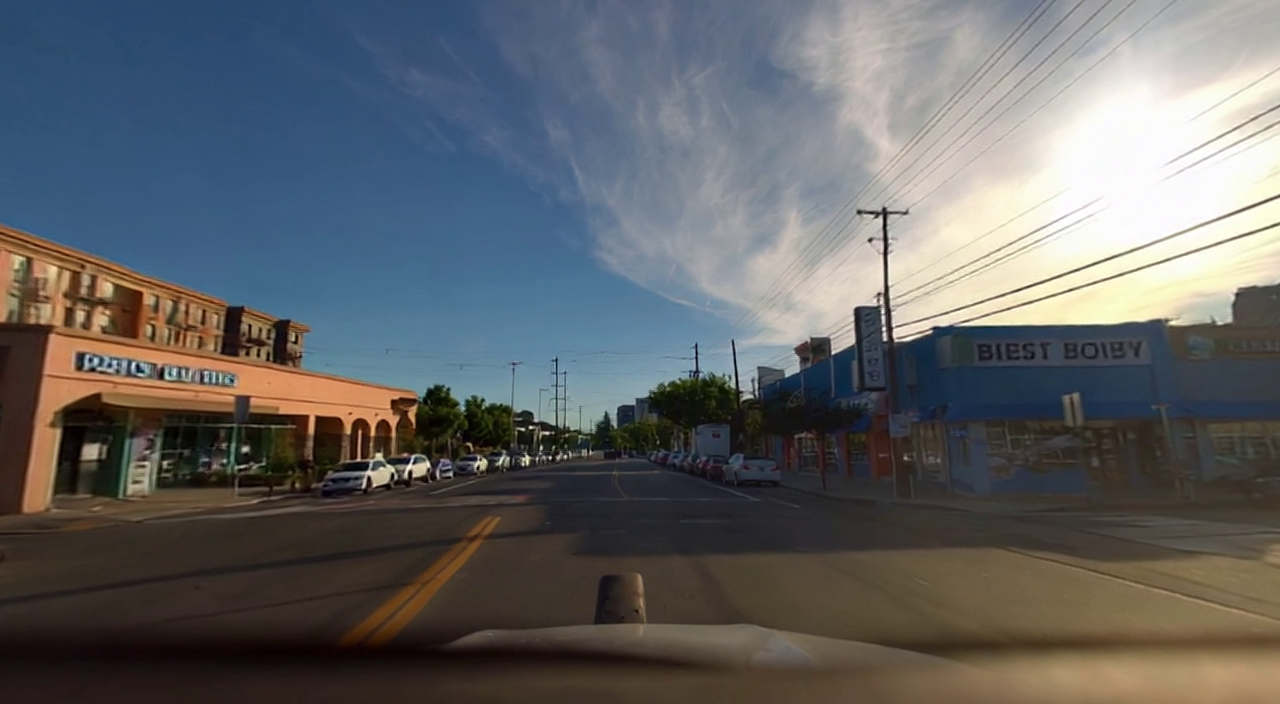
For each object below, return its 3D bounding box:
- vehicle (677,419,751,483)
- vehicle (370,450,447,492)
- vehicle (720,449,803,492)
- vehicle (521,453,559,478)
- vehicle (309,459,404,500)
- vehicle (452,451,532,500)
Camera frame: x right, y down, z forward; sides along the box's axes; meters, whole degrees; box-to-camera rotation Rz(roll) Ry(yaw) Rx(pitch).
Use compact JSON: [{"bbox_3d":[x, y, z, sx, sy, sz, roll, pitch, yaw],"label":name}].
[{"bbox_3d":[3.982,5.605,35.876,2.815,3.203,7.558,1,-9,-3],"label":"vehicle"},{"bbox_3d":[-11.430,5.863,31.569,2.072,1.818,4.951,-3,-9,-1],"label":"vehicle"},{"bbox_3d":[5.086,5.029,27.155,1.963,1.646,4.204,2,-9,-12],"label":"vehicle"},{"bbox_3d":[-6.580,7.520,42.077,1.845,1.469,4.413,0,-9,-1],"label":"vehicle"},{"bbox_3d":[-11.434,5.157,25.869,1.978,1.452,4.263,0,-9,-1],"label":"vehicle"},{"bbox_3d":[-5.062,4.252,22.216,2.050,1.505,4.219,1,-9,-4],"label":"vehicle"}]
